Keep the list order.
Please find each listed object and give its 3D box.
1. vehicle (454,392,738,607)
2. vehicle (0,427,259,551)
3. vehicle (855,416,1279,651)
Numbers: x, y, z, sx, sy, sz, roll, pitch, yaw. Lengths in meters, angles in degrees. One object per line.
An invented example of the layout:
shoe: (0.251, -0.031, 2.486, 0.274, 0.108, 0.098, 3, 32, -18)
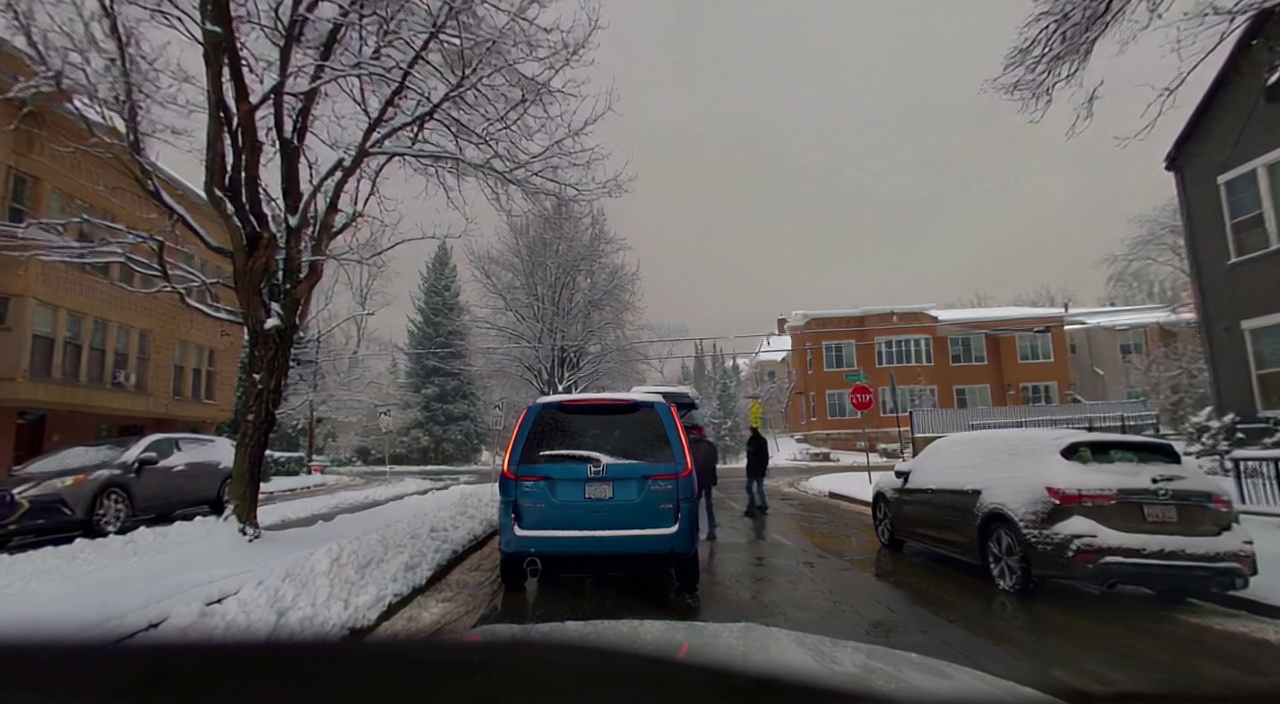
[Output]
vehicle: (-0.379, 1.586, 7.702, 2.377, 1.787, 4.652, 0, -8, 0)
vehicle: (-8.292, 2.010, 10.051, 1.825, 1.532, 4.083, -3, -7, 2)
vehicle: (4.218, 1.674, 6.904, 1.959, 1.581, 4.731, 4, -9, -2)
